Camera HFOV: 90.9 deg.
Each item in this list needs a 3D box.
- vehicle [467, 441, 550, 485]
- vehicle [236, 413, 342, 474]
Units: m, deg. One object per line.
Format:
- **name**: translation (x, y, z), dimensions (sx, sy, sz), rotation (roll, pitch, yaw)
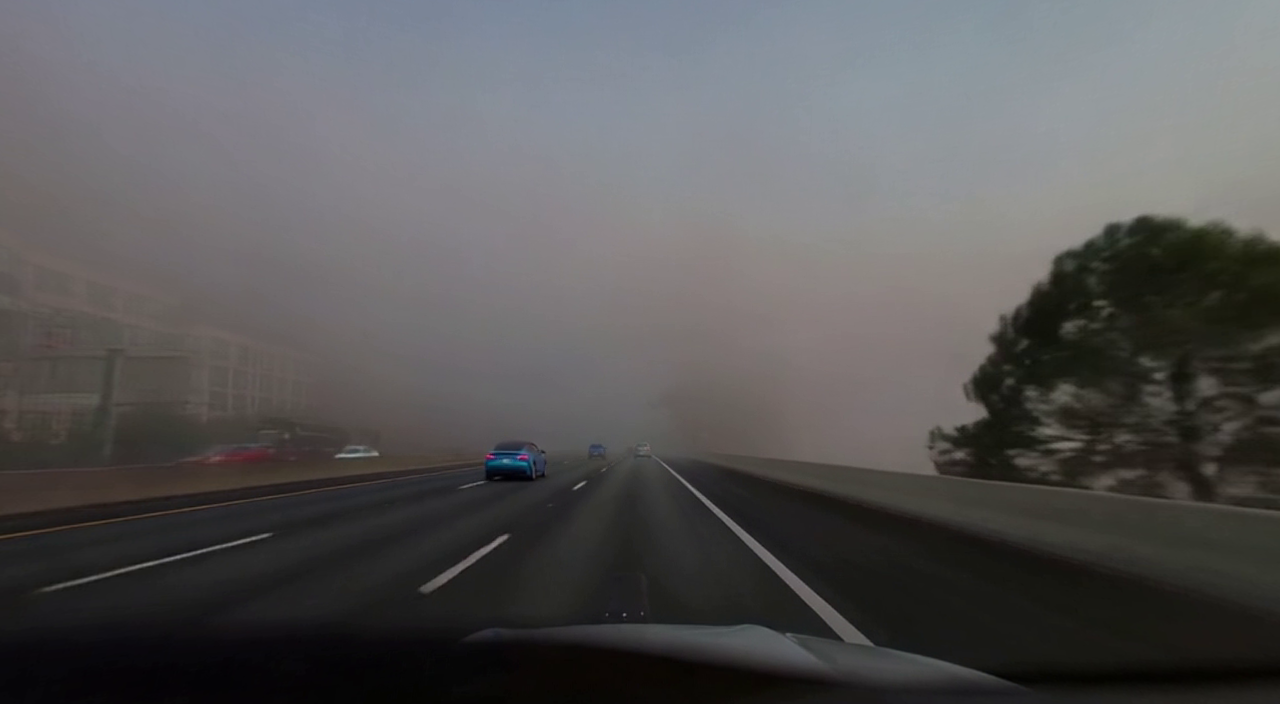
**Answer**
- **vehicle**: translation (-4.733, 4.050, 23.436), dimensions (2.083, 1.471, 4.350), rotation (0, -8, 1)
- **vehicle**: translation (-25.043, 6.600, 45.641), dimensions (2.979, 3.958, 8.184), rotation (0, -8, -1)
